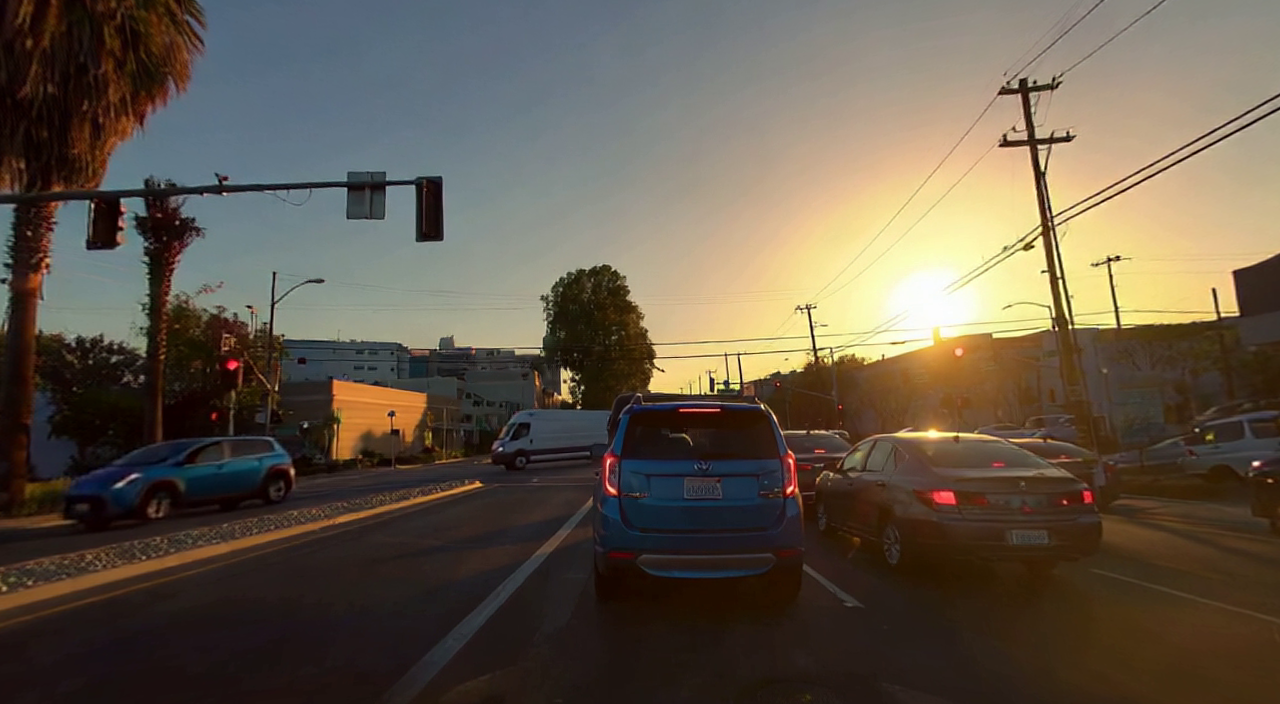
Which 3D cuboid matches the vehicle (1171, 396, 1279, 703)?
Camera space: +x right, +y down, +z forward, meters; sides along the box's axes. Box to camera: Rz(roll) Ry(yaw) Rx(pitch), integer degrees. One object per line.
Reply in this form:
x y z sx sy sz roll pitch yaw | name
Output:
3.348 0.650 0.659 1.805 1.485 4.348 0 -9 1 | vehicle

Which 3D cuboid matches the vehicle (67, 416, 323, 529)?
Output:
-12.256 3.342 18.167 2.230 2.653 5.869 -2 -9 12 | vehicle

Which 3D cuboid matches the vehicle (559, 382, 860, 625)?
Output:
0.444 1.436 6.887 2.228 1.780 4.269 0 -9 -2 | vehicle

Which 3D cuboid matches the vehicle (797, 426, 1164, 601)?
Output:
3.420 1.683 7.507 1.895 1.456 4.255 0 -9 -2 | vehicle
